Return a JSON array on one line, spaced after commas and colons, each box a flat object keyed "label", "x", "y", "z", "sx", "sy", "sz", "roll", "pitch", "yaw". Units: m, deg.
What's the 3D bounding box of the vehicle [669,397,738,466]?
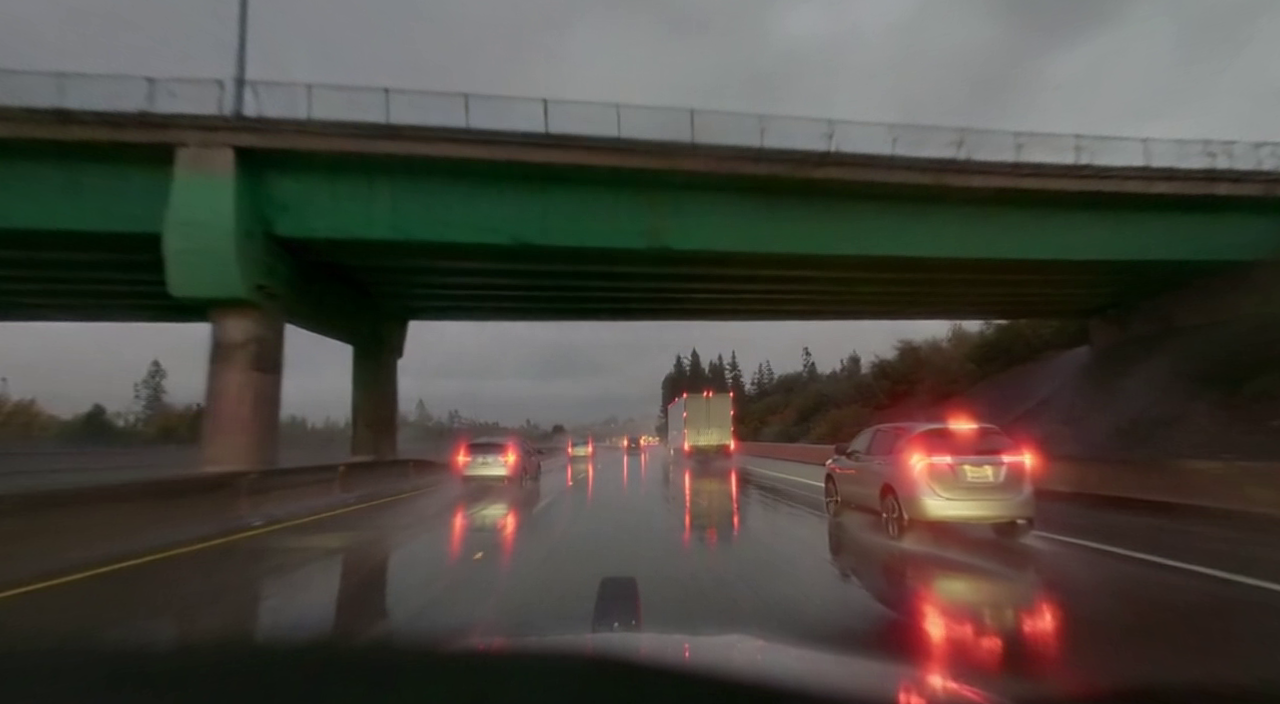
[{"label": "vehicle", "x": 3.564, "y": 4.938, "z": 38.399, "sx": 2.824, "sy": 3.585, "sz": 11.410, "roll": 0, "pitch": -8, "yaw": -1}]

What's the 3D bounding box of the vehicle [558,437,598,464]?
[{"label": "vehicle", "x": -3.695, "y": 5.980, "z": 38.325, "sx": 2.064, "sy": 1.479, "sz": 4.370, "roll": 0, "pitch": -8, "yaw": -1}]

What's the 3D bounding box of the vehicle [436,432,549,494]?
[{"label": "vehicle", "x": -4.002, "y": 3.083, "z": 17.928, "sx": 2.122, "sy": 1.486, "sz": 4.532, "roll": 0, "pitch": -8, "yaw": 0}]

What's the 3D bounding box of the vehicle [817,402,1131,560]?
[{"label": "vehicle", "x": 4.079, "y": 1.637, "z": 8.682, "sx": 2.001, "sy": 1.625, "sz": 4.088, "roll": 0, "pitch": -8, "yaw": -1}]
